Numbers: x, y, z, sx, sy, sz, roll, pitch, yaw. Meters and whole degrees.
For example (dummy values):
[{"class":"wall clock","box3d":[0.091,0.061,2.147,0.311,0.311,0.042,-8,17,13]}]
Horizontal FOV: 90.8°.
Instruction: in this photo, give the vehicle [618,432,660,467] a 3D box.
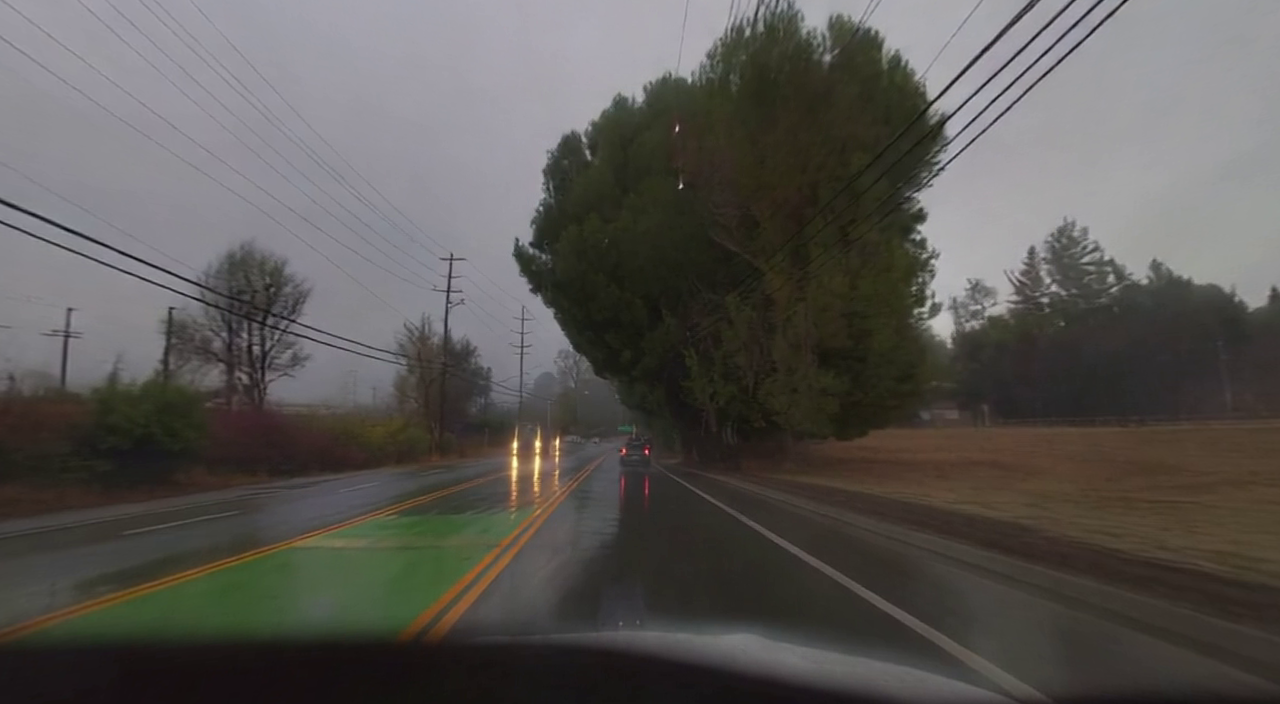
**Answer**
[{"class":"vehicle","box3d":[-0.133,5.266,34.230,2.140,1.767,4.720,0,-8,-2]}]

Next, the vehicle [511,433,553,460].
[{"class":"vehicle","box3d":[-7.308,6.440,43.190,2.101,1.734,4.257,0,-9,0]}]
